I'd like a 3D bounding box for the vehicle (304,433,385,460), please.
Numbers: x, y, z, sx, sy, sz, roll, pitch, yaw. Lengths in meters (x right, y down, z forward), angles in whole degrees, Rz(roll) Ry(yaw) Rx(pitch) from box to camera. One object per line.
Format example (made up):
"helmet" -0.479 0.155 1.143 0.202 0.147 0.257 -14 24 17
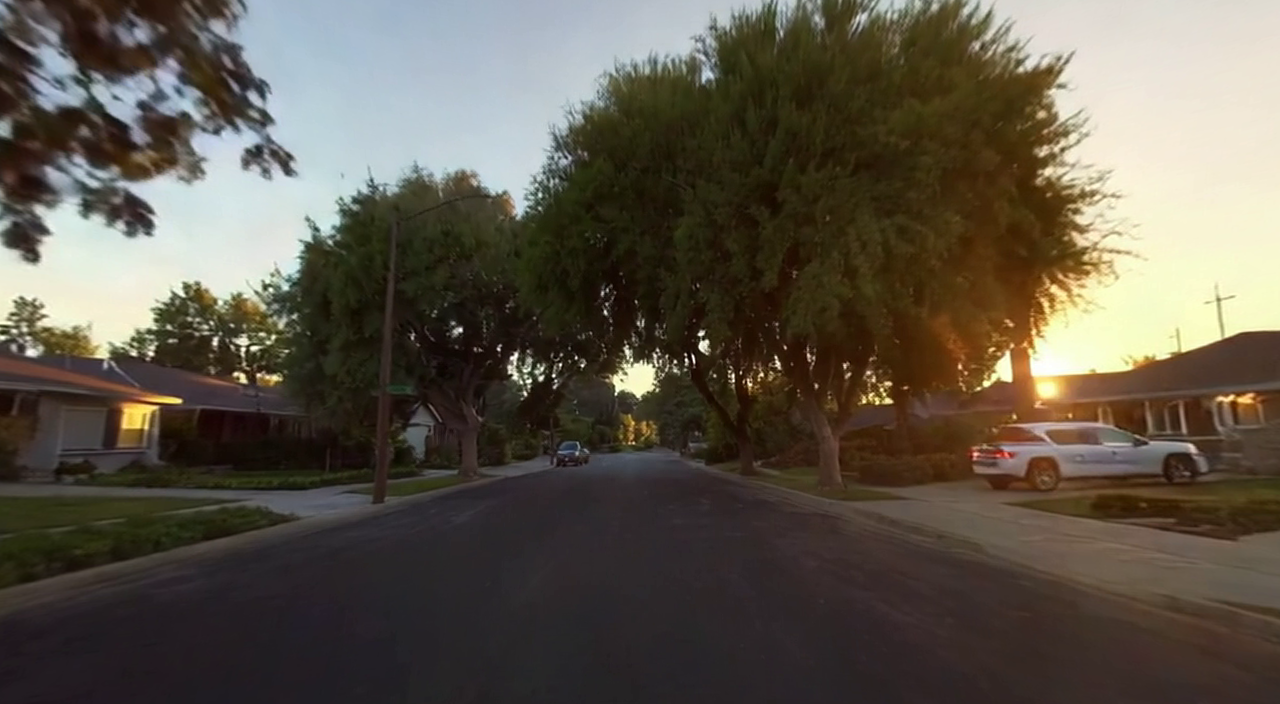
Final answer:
"vehicle" -19.230 6.185 41.111 4.196 1.696 2.086 0 -10 -1

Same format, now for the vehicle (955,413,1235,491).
"vehicle" 11.736 2.627 16.594 5.637 1.890 2.171 0 -9 -1
